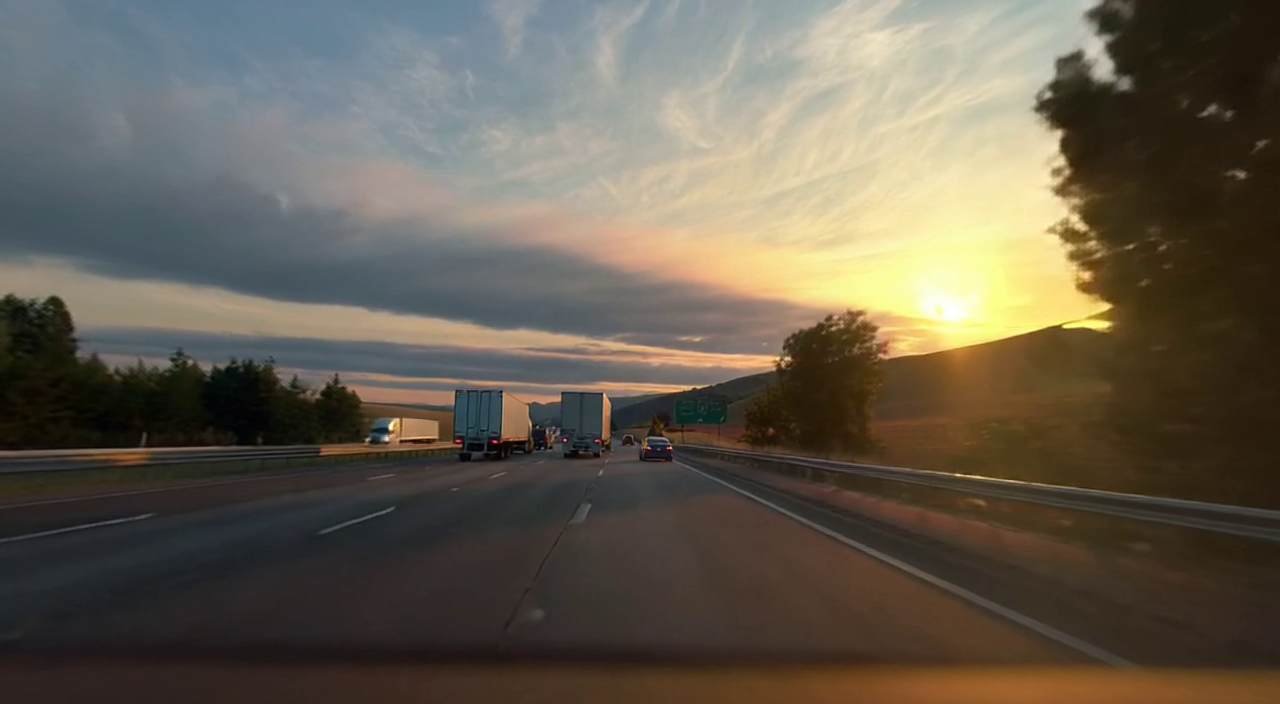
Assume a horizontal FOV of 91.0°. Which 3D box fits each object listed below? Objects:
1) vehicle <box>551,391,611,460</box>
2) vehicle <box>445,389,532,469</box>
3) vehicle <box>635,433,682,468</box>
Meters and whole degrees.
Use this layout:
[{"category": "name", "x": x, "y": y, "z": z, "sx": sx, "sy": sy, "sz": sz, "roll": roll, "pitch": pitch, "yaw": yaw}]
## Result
[{"category": "vehicle", "x": -3.884, "y": 5.514, "z": 45.725, "sx": 3.475, "sy": 4.037, "sz": 17.454, "roll": 0, "pitch": -8, "yaw": -3}, {"category": "vehicle", "x": -7.120, "y": 3.798, "z": 30.646, "sx": 2.728, "sy": 3.405, "sz": 7.096, "roll": 0, "pitch": -8, "yaw": -2}, {"category": "vehicle", "x": 0.778, "y": 4.544, "z": 29.203, "sx": 1.891, "sy": 1.477, "sz": 3.599, "roll": 0, "pitch": -8, "yaw": -3}]
